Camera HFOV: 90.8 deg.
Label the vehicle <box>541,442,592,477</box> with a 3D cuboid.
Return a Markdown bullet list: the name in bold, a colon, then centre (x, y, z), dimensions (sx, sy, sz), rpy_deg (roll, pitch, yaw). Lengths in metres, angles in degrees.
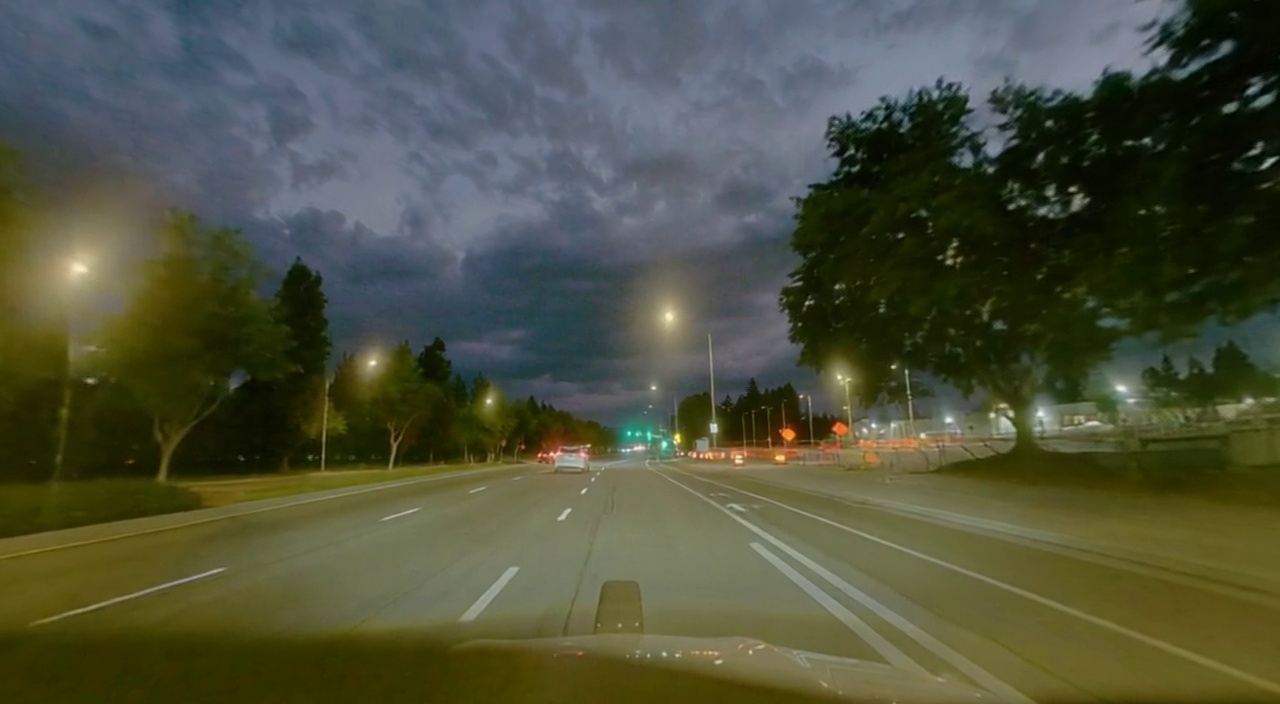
- **vehicle**: centre (-3.651, 5.421, 32.088), dimensions (2.121, 1.654, 3.993), rpy_deg (0, -8, 0)
